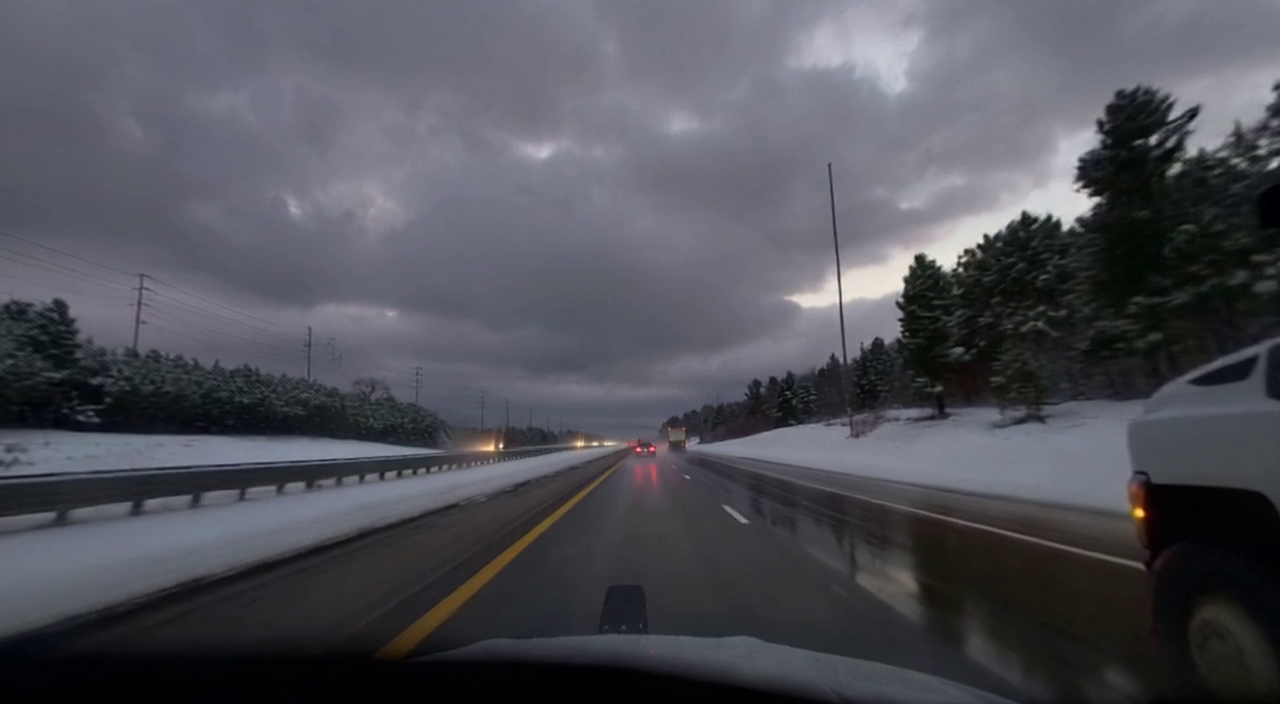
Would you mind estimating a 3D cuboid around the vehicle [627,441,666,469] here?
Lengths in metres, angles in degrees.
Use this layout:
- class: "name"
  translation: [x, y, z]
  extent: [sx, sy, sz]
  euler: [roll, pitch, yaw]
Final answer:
- class: "vehicle"
  translation: [0.375, 6.098, 37.588]
  extent: [2.192, 1.556, 4.132]
  euler: [-1, -9, 0]
